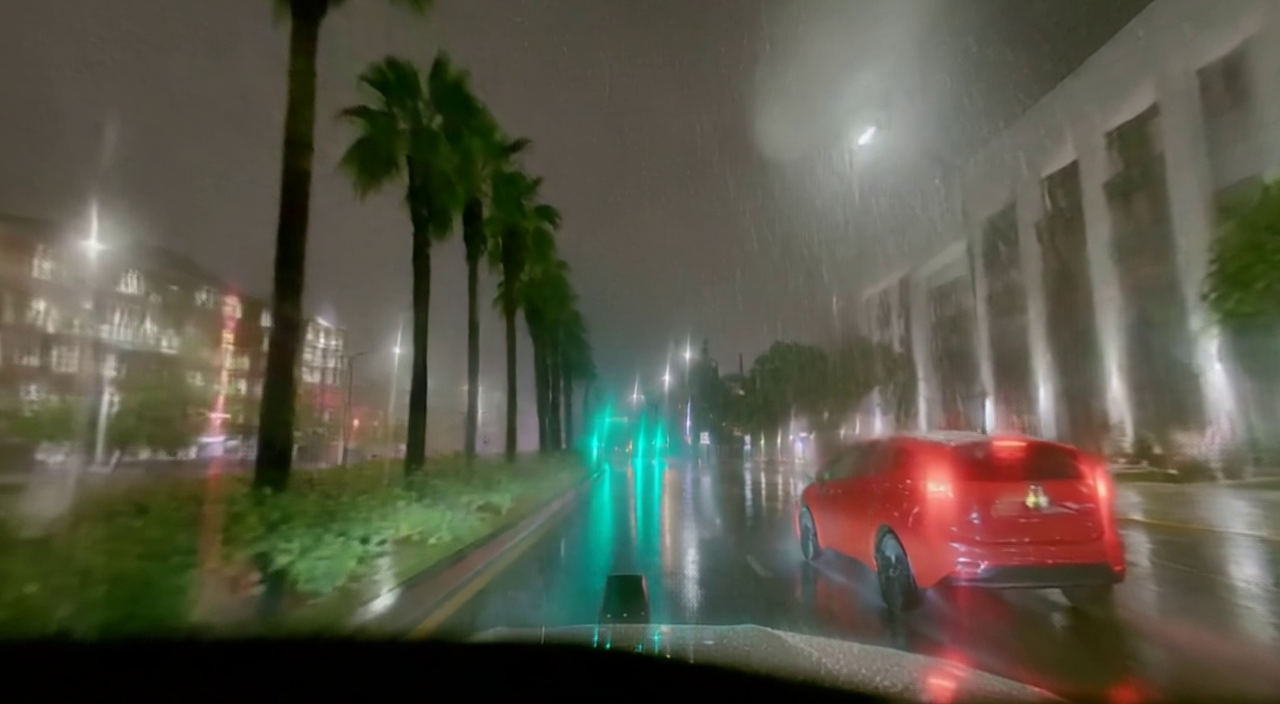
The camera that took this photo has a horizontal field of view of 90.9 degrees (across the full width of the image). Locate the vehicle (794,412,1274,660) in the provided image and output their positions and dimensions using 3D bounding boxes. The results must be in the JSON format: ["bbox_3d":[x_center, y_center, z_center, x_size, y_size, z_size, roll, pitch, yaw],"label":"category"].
[{"bbox_3d":[3.057,1.497,6.236,1.867,1.554,4.301,0,-9,-1],"label":"vehicle"}]
